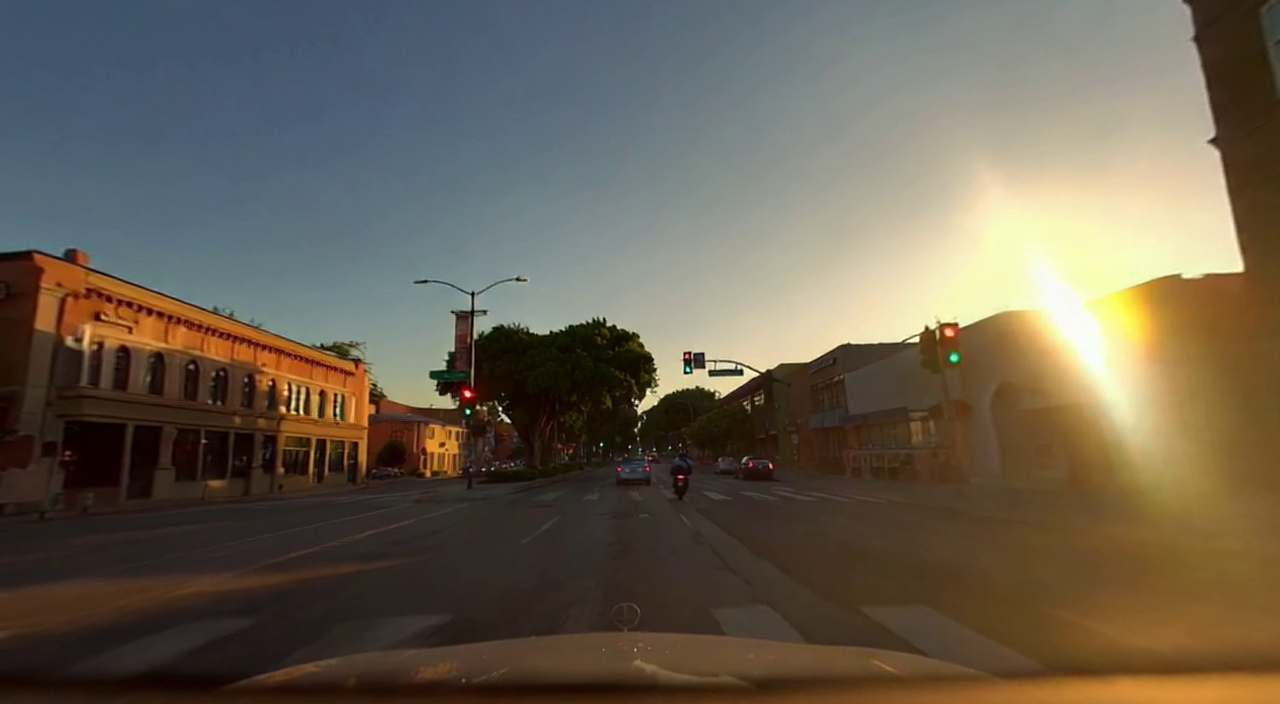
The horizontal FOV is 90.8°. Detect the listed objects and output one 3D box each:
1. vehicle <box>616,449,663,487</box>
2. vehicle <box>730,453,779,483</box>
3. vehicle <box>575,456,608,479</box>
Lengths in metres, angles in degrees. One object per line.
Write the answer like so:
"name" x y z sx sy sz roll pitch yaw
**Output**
"vehicle" -0.072 5.862 32.291 2.223 1.775 4.250 0 -8 -1
"vehicle" 6.728 6.893 37.705 2.069 1.590 4.066 0 -8 -1
"vehicle" -3.388 8.164 44.770 2.014 1.470 4.552 0 -8 -1
